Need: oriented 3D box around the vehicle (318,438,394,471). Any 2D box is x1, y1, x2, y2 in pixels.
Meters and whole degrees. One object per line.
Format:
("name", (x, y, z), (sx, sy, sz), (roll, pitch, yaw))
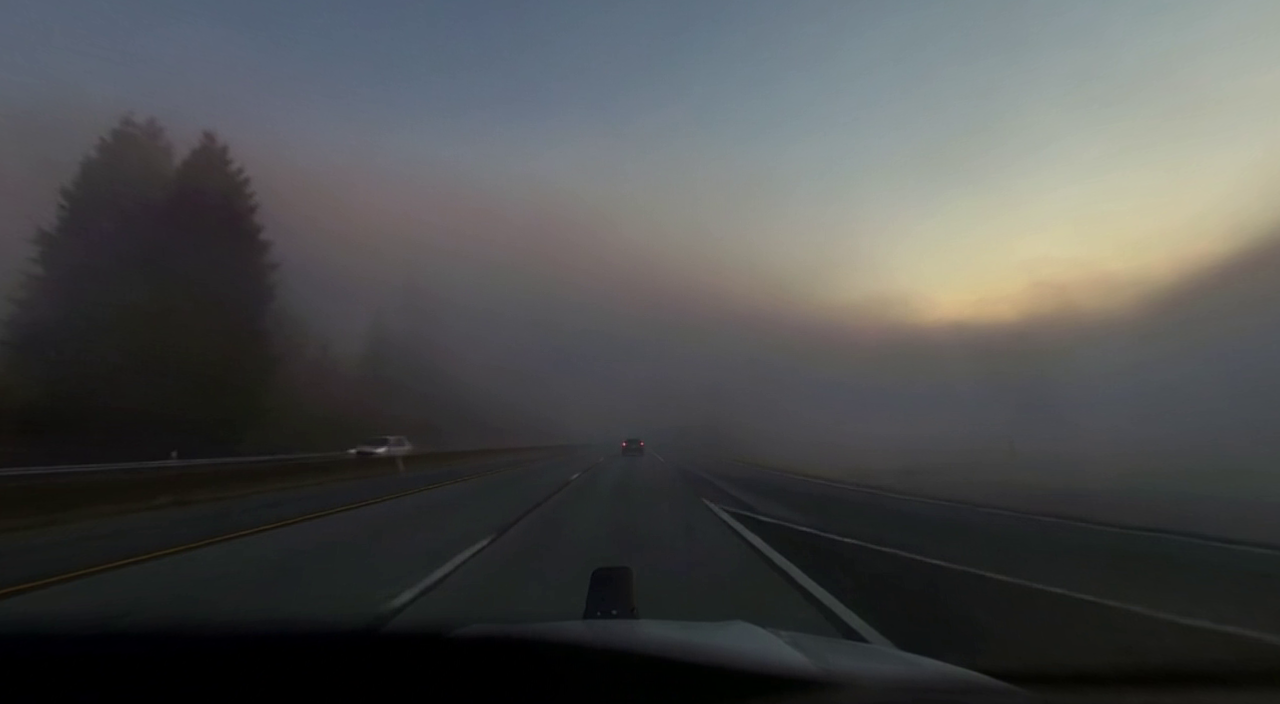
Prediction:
("vehicle", (-14.757, 5.342, 32.932), (1.974, 1.586, 4.208), (0, -8, 0))
